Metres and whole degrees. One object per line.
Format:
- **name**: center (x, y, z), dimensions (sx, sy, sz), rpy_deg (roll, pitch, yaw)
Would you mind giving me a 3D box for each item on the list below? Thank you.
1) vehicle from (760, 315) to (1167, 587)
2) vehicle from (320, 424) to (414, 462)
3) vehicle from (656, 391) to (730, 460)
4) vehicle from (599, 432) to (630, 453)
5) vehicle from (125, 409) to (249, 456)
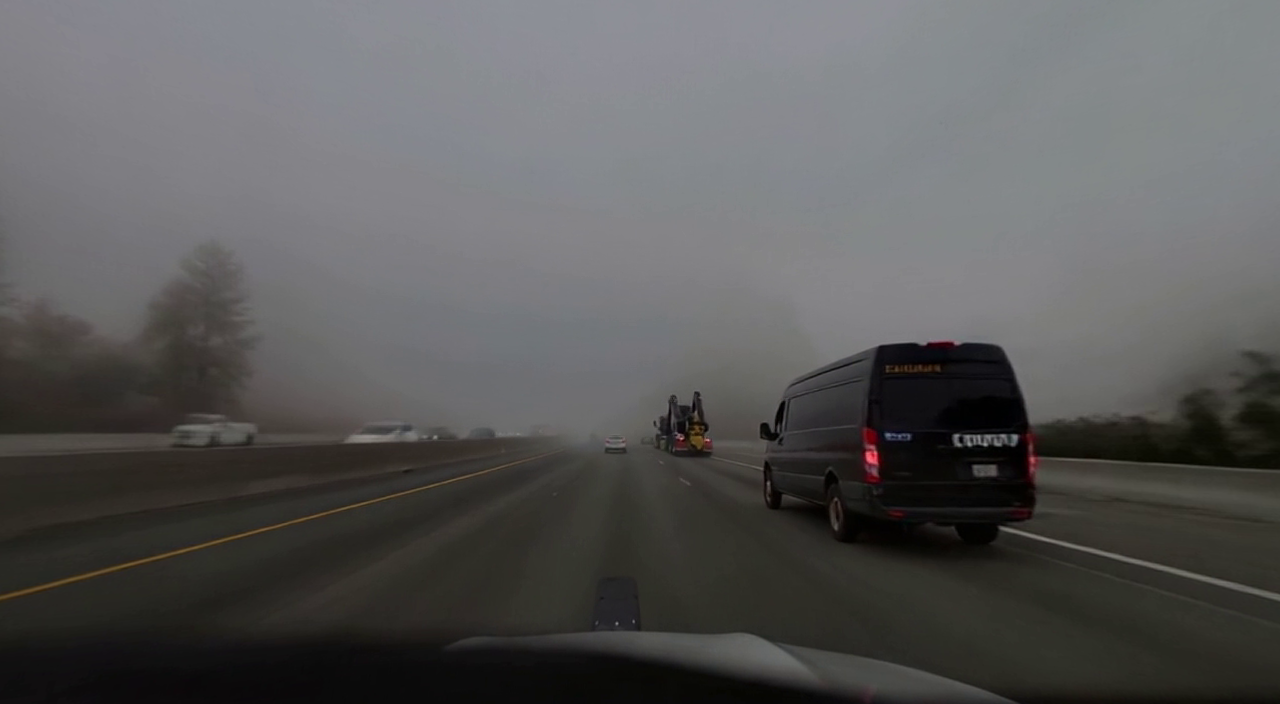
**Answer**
- **vehicle**: center (3.553, 1.292, 8.830), dimensions (2.386, 2.509, 5.880), rpy_deg (0, -8, -2)
- **vehicle**: center (-11.569, 3.879, 27.084), dimensions (2.029, 1.483, 4.613), rpy_deg (0, -8, -1)
- **vehicle**: center (3.033, 4.719, 39.547), dimensions (2.912, 3.738, 10.123), rpy_deg (1, -8, -5)
- **vehicle**: center (-1.903, 6.713, 46.851), dimensions (2.217, 1.502, 4.222), rpy_deg (0, -8, -2)
- **vehicle**: center (-20.736, 3.741, 29.181), dimensions (2.095, 1.965, 5.183), rpy_deg (1, -8, -4)
